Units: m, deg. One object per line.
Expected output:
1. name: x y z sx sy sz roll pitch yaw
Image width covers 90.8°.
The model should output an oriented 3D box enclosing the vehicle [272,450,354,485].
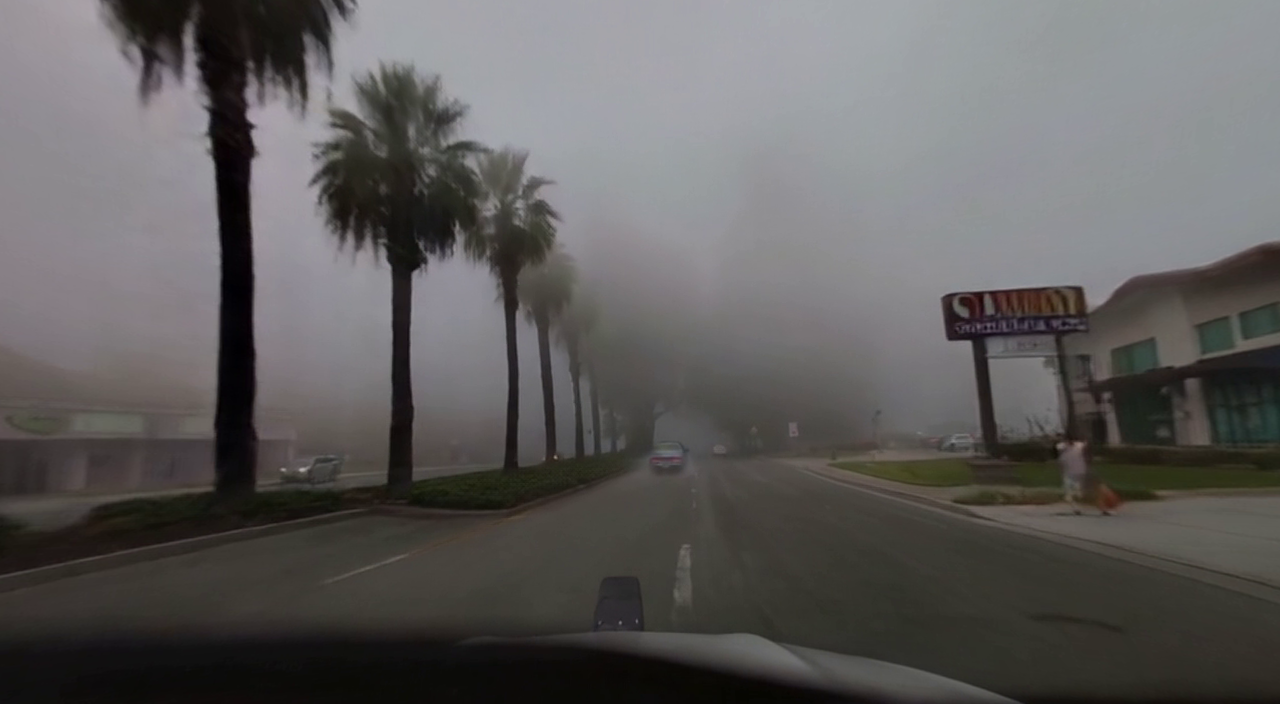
1. vehicle: -20.287 7.146 39.486 2.294 1.935 4.783 0 -8 5

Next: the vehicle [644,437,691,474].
1. vehicle: 1.509 5.325 32.754 2.147 1.745 4.648 0 -8 6
